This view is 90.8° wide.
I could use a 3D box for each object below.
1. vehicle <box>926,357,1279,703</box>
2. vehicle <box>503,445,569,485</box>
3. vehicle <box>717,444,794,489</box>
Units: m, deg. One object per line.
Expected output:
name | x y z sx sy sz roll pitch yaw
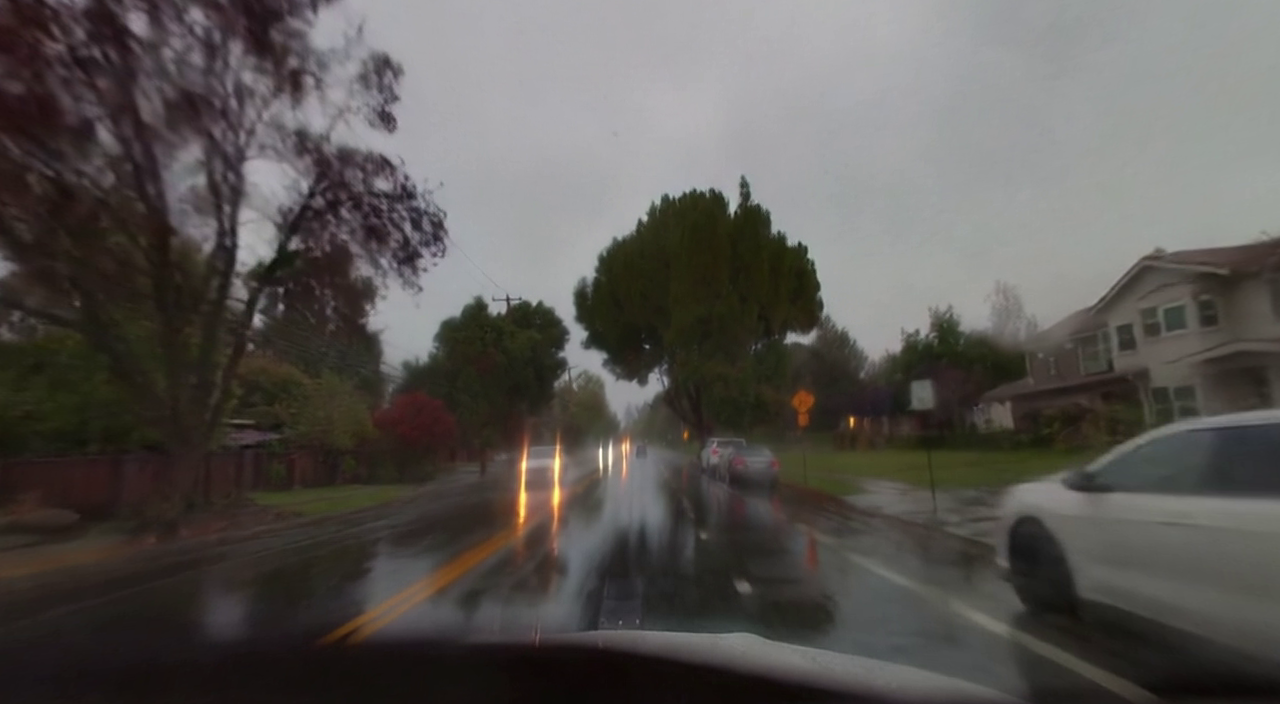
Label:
vehicle | 3.865 1.050 3.826 2.087 1.725 4.986 -1 -8 2
vehicle | -4.259 4.691 26.592 1.960 1.521 4.397 0 -8 1
vehicle | 4.024 4.044 22.759 1.874 1.415 4.683 0 -8 0
